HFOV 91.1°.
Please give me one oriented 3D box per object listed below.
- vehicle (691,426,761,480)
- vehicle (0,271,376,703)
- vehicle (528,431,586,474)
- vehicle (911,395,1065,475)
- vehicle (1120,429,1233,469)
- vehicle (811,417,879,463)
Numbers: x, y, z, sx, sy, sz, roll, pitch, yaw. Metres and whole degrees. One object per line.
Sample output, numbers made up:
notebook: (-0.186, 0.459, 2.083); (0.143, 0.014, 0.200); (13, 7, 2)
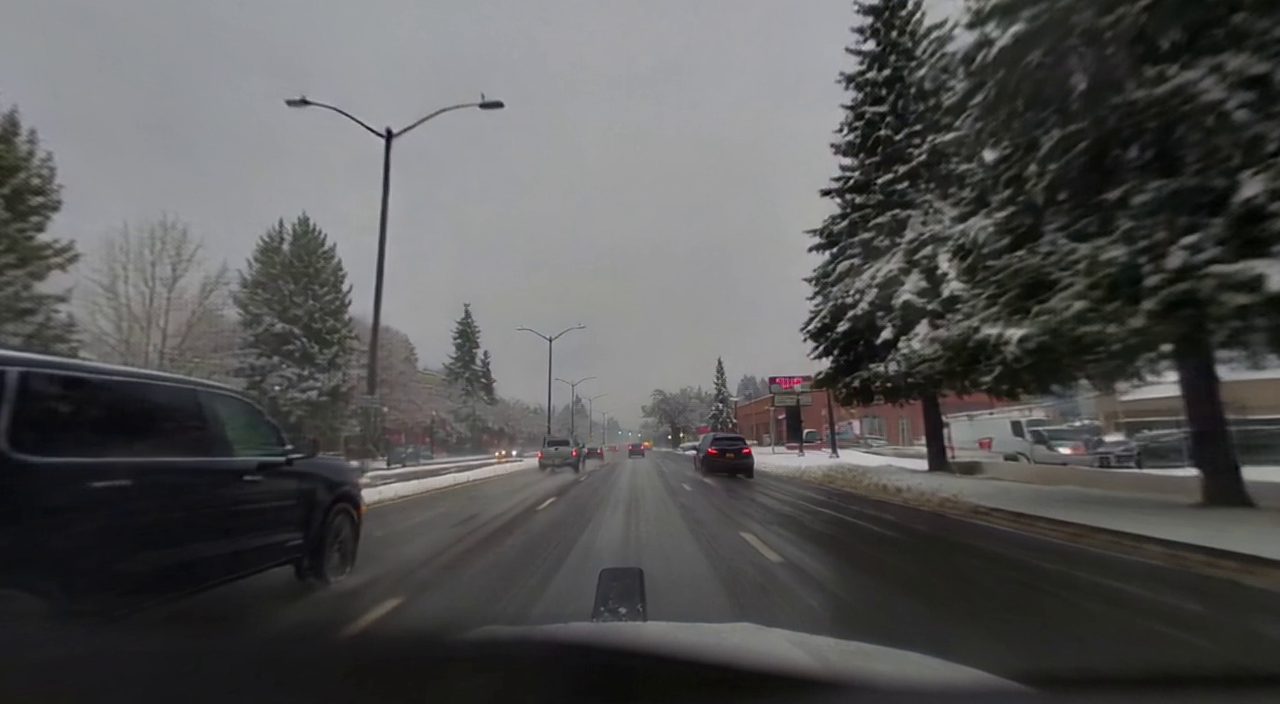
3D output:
vehicle: (3.281, 3.941, 24.789); (2.024, 1.921, 4.431); (0, -8, -2)
vehicle: (-3.599, 0.797, 3.423); (2.210, 1.925, 4.838); (0, -8, 0)
vehicle: (-3.638, 4.477, 28.235); (2.014, 1.775, 4.404); (0, -8, 0)
vehicle: (15.852, 3.972, 29.406); (2.919, 3.125, 7.218); (2, -9, -1)
vehicle: (26.945, 4.877, 31.619); (3.820, 1.818, 1.962); (-2, -8, -1)
vehicle: (15.767, 6.882, 49.059); (2.642, 3.252, 8.515); (1, -8, 1)
